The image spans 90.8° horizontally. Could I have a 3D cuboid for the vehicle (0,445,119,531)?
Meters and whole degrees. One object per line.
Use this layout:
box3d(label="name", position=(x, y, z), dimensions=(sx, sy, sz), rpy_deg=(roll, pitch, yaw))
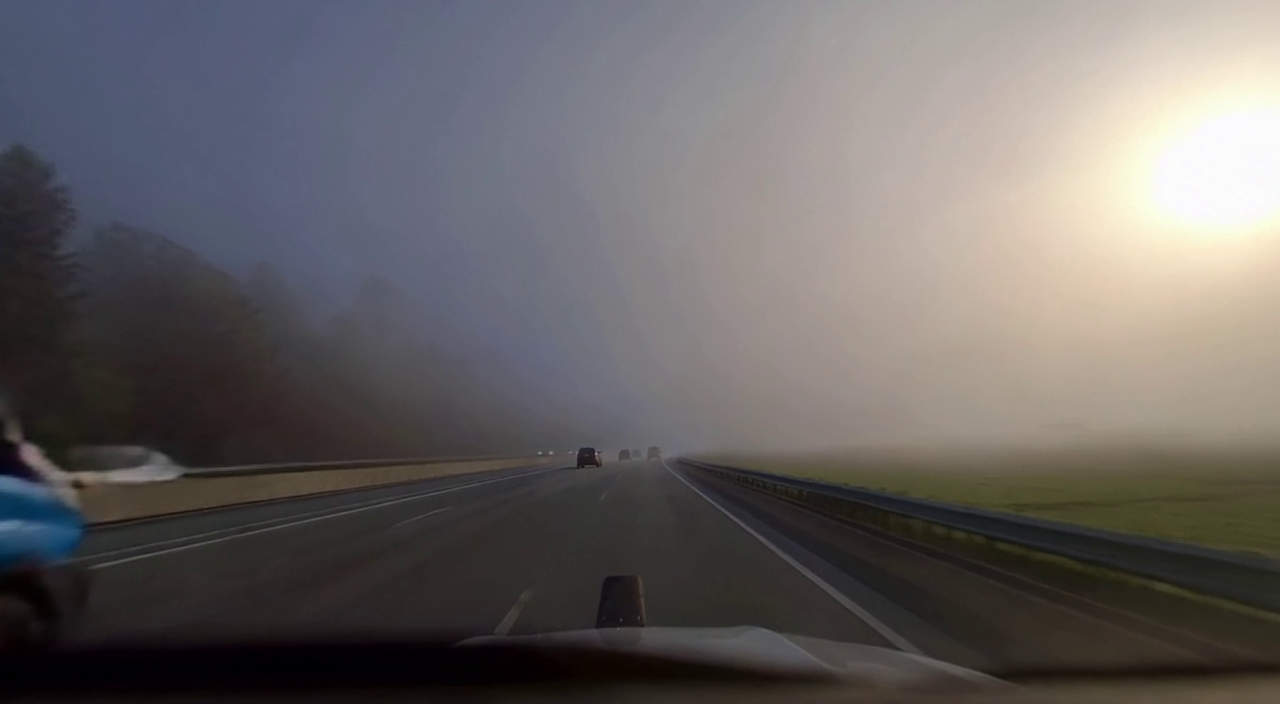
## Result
box3d(label="vehicle", position=(-12.025, 2.376, 11.063), dimensions=(1.908, 1.470, 4.498), rpy_deg=(0, -8, 0))
